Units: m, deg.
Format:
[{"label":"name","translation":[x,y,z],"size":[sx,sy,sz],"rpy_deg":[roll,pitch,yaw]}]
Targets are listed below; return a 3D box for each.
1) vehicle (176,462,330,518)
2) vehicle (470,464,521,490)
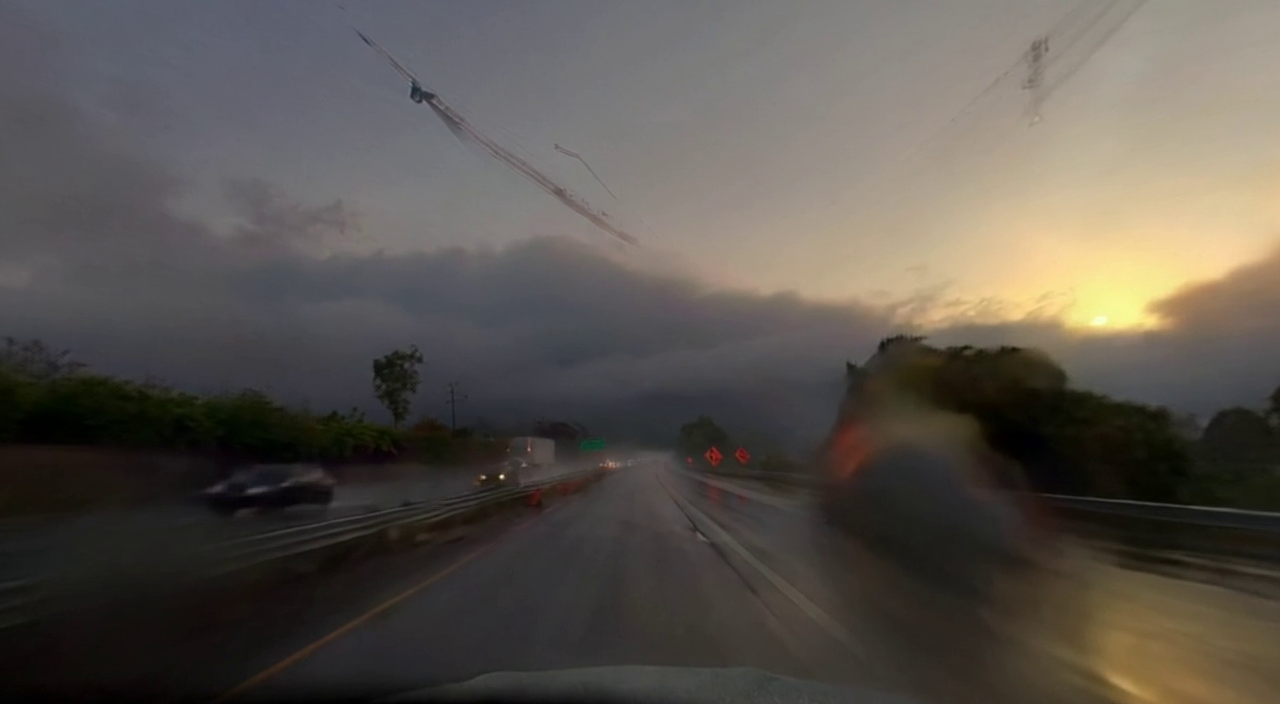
[{"label":"vehicle","translation":[-11.755,4.204,19.591],"size":[1.881,1.504,4.462],"rpy_deg":[1,-10,1]},{"label":"vehicle","translation":[-8.888,7.736,39.191],"size":[1.921,1.479,4.747],"rpy_deg":[1,-10,1]}]
